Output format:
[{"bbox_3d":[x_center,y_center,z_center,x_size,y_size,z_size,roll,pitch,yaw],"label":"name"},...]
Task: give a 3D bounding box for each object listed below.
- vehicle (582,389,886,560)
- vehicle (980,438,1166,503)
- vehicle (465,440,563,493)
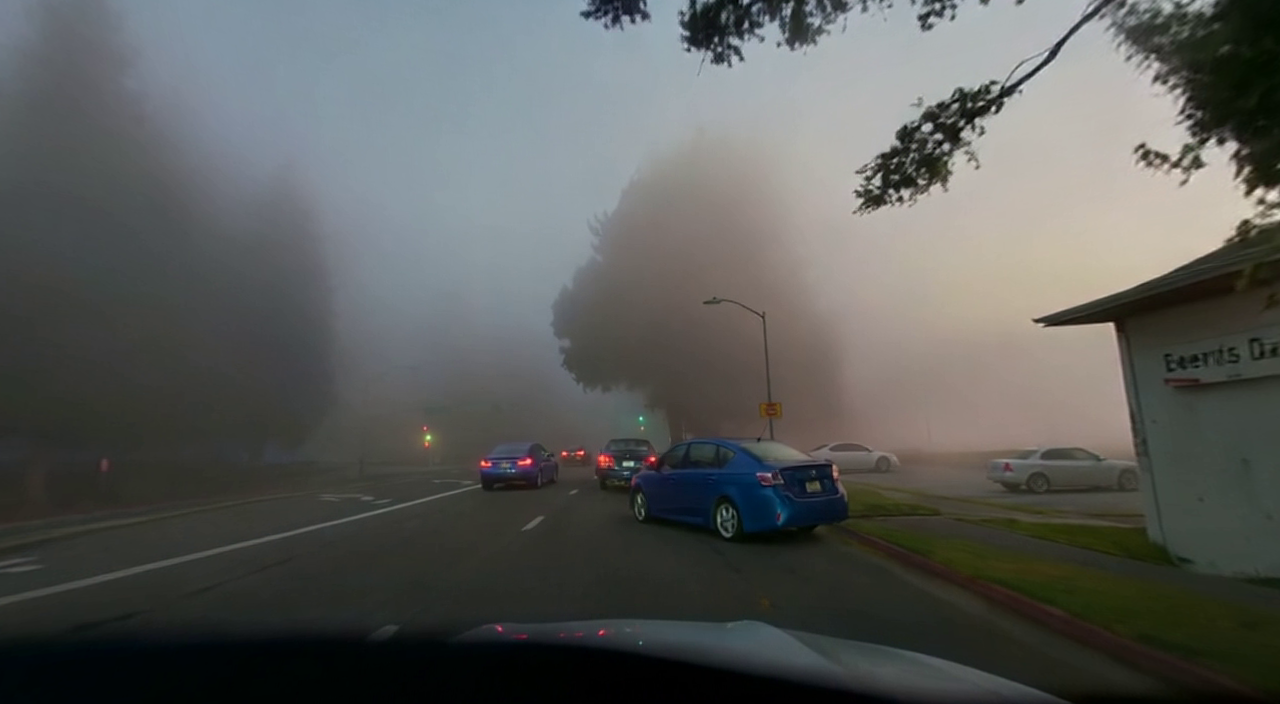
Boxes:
[{"bbox_3d":[1.111,1.771,9.777,2.052,1.955,4.642,5,-10,-33],"label":"vehicle"},{"bbox_3d":[12.252,3.352,17.979,3.871,1.525,1.835,-3,-9,0],"label":"vehicle"},{"bbox_3d":[-3.763,3.493,19.573,2.026,1.466,4.282,0,-8,2],"label":"vehicle"}]
